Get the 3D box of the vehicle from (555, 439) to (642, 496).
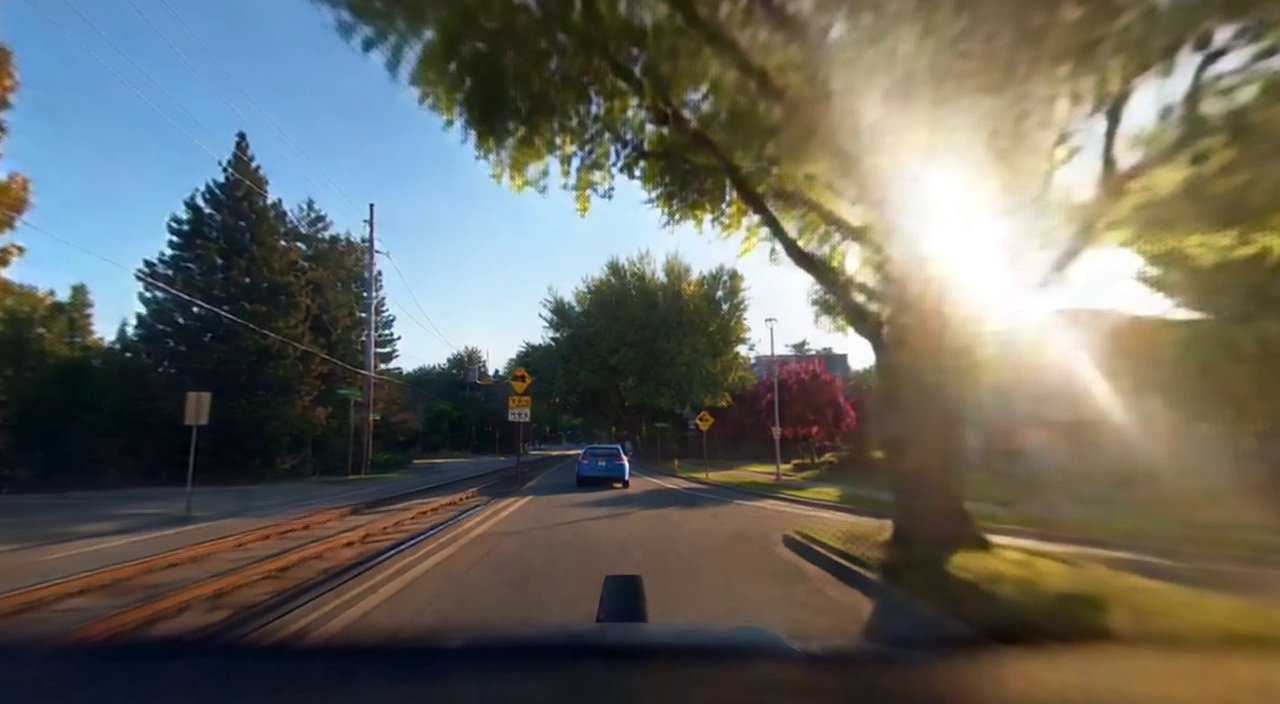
[{"bbox_3d":[-1.295,3.406,19.111,2.295,1.510,4.364,1,-8,-5],"label":"vehicle"}]
